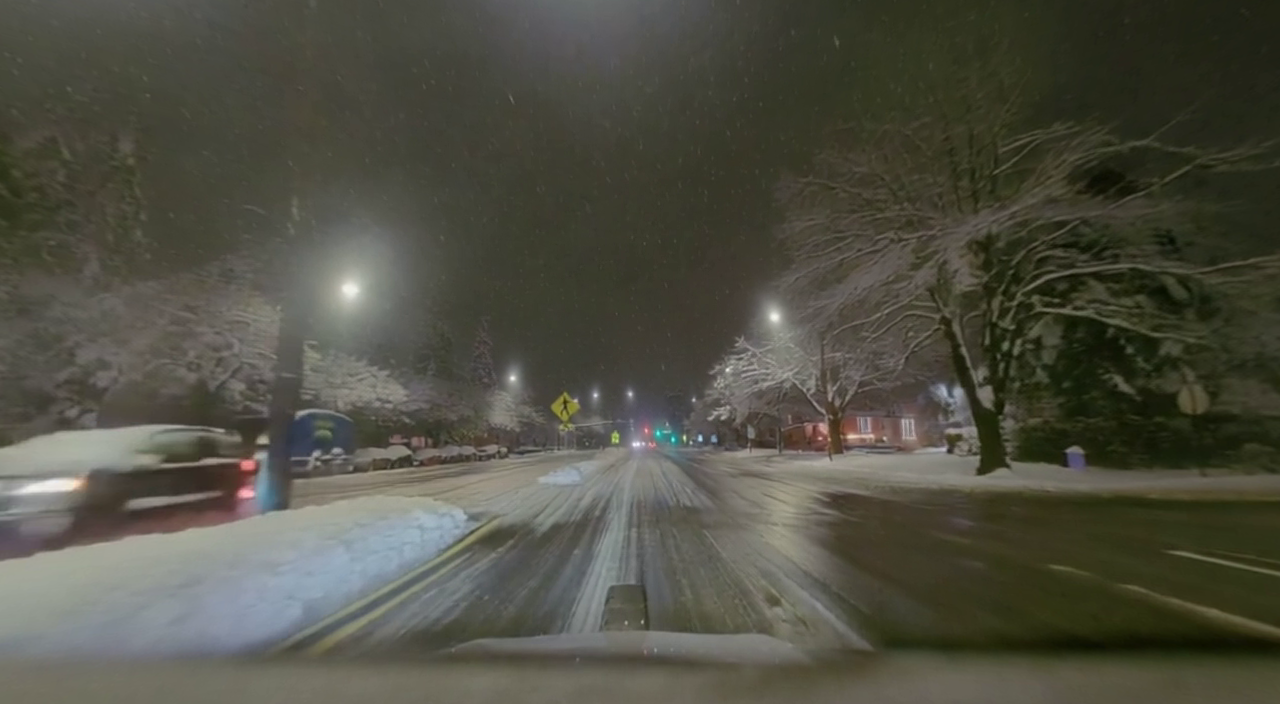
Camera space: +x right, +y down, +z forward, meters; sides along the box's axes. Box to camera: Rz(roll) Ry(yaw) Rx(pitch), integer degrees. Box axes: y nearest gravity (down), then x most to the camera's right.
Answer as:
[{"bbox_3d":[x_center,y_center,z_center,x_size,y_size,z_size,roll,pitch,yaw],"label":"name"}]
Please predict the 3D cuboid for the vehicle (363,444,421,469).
[{"bbox_3d":[-17.807,7.511,45.560,2.200,1.730,4.886,0,-8,-1],"label":"vehicle"}]

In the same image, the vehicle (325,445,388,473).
[{"bbox_3d":[-17.882,6.754,39.993,1.892,1.681,4.596,0,-8,0],"label":"vehicle"}]

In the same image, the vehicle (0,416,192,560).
[{"bbox_3d":[-8.283,1.692,8.106,1.903,1.644,4.182,0,-8,1],"label":"vehicle"}]

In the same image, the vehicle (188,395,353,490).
[{"bbox_3d":[-17.678,4.461,31.154,3.028,3.724,9.001,-4,-8,-2],"label":"vehicle"}]
